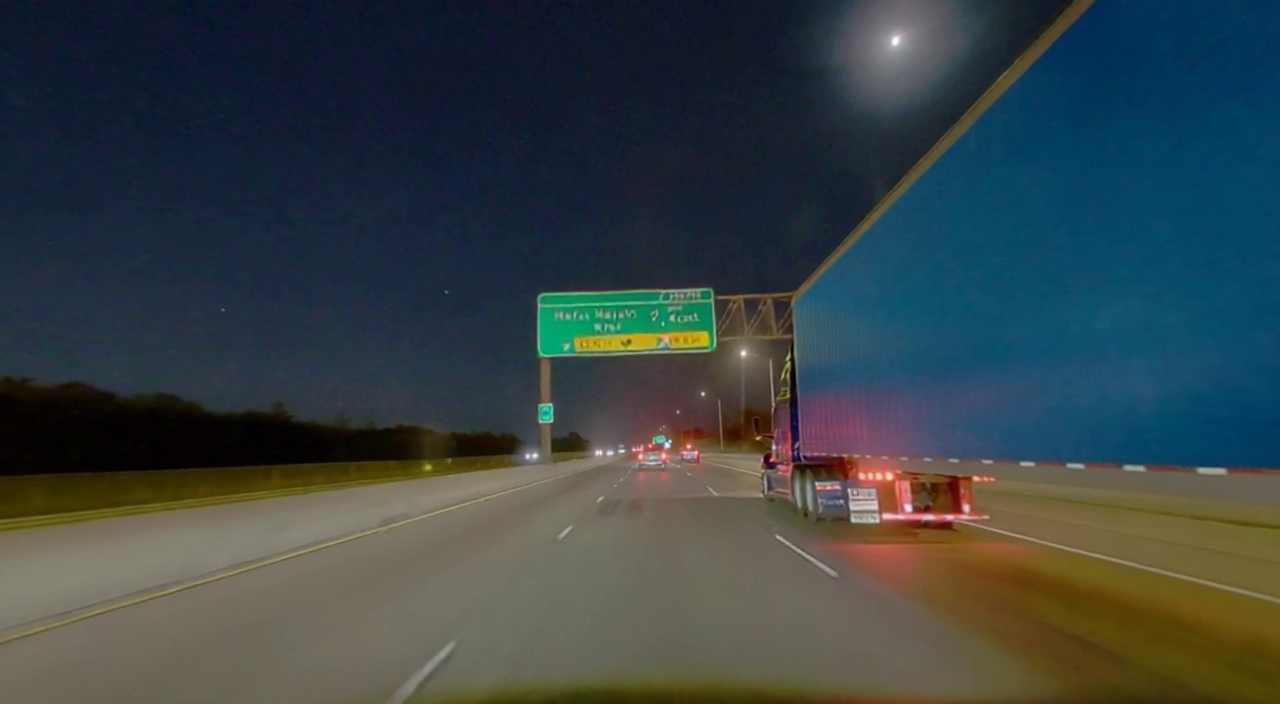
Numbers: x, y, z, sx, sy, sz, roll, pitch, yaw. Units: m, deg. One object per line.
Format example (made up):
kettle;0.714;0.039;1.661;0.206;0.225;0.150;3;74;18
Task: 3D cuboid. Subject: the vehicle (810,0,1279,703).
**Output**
vehicle;4.124;-0.500;1.769;3.019;4.145;16.453;-1;-9;1

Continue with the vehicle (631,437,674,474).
vehicle;0.676;5.689;34.806;2.205;1.860;4.301;-1;-9;0
